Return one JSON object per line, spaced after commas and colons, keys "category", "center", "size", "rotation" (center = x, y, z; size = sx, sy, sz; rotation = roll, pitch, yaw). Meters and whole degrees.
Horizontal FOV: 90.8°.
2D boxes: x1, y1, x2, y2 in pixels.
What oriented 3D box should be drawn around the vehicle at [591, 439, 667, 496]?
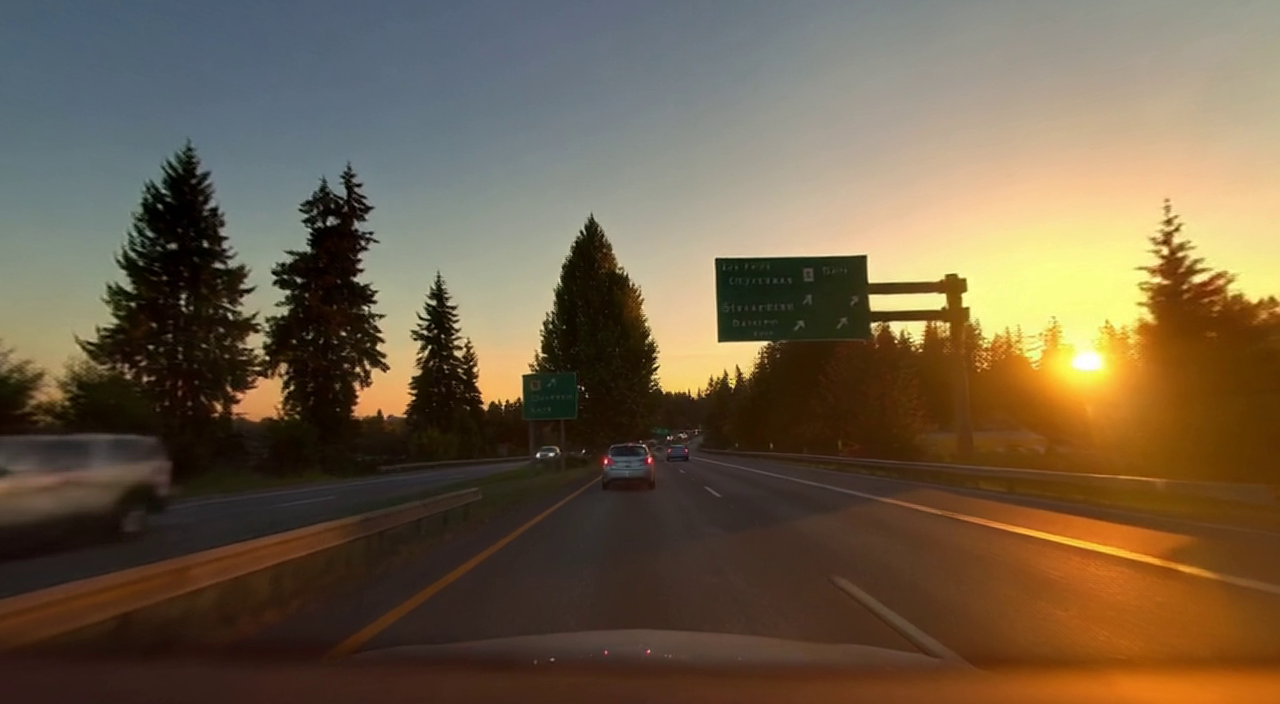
{"category": "vehicle", "center": [-0.307, 3.332, 18.497], "size": [2.003, 1.490, 3.636], "rotation": [0, -9, 0]}
